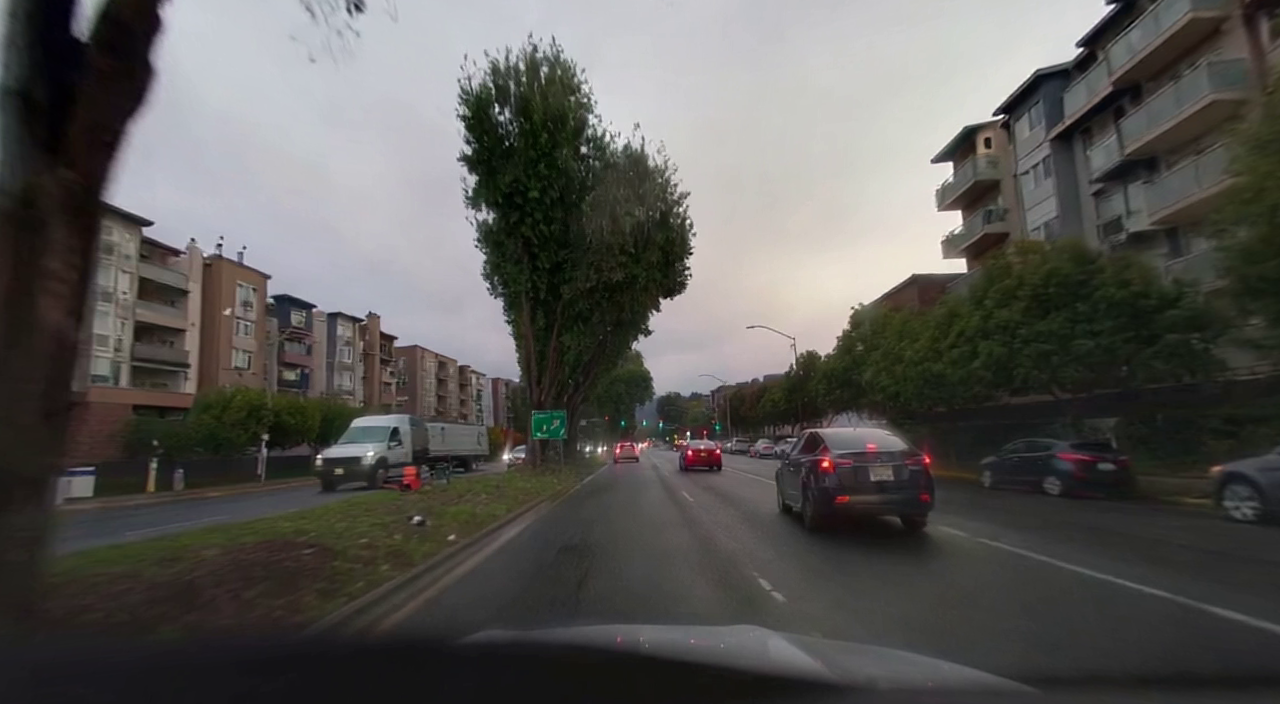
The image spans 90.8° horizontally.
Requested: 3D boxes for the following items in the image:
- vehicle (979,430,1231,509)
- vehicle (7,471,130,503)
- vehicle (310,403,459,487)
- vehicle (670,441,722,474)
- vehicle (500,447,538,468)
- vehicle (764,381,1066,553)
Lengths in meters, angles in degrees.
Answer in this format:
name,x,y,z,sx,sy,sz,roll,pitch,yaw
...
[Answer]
name,x,y,z,sx,sy,sz,roll,pitch,yaw
vehicle,10.072,2.578,14.360,2.007,1.464,4.917,0,-9,0
vehicle,-32.653,7.688,36.332,1.747,1.503,5.018,-2,-9,13
vehicle,-12.224,4.695,31.874,3.059,3.478,10.986,0,-9,-1
vehicle,2.625,5.090,30.747,2.003,1.480,4.494,0,-9,-1
vehicle,-8.875,7.776,46.698,1.949,1.503,4.388,0,-9,-1
vehicle,3.801,1.782,10.387,2.427,2.017,5.763,0,-9,1
